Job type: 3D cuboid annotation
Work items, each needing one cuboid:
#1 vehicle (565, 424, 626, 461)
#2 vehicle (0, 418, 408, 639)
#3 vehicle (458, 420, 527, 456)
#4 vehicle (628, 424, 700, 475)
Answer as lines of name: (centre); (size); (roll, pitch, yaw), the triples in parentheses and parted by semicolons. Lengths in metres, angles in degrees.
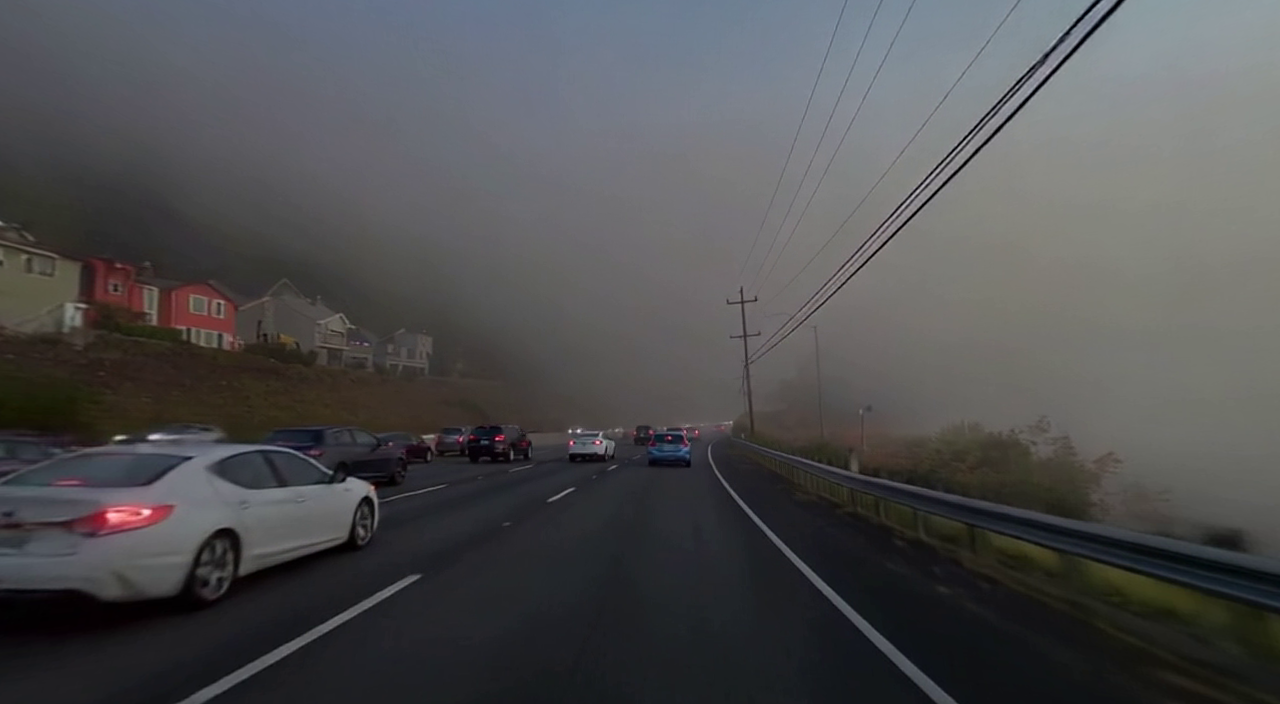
vehicle: (-2.034, 4.354, 30.308); (2.121, 1.639, 4.383); (-1, -8, 7)
vehicle: (-4.454, 1.552, 6.746); (1.956, 1.478, 4.789); (-1, -8, 2)
vehicle: (-8.175, 4.855, 35.400); (2.080, 1.833, 4.461); (-2, -8, 10)
vehicle: (0.838, 3.164, 20.544); (2.109, 1.495, 3.935); (-1, -8, 4)
